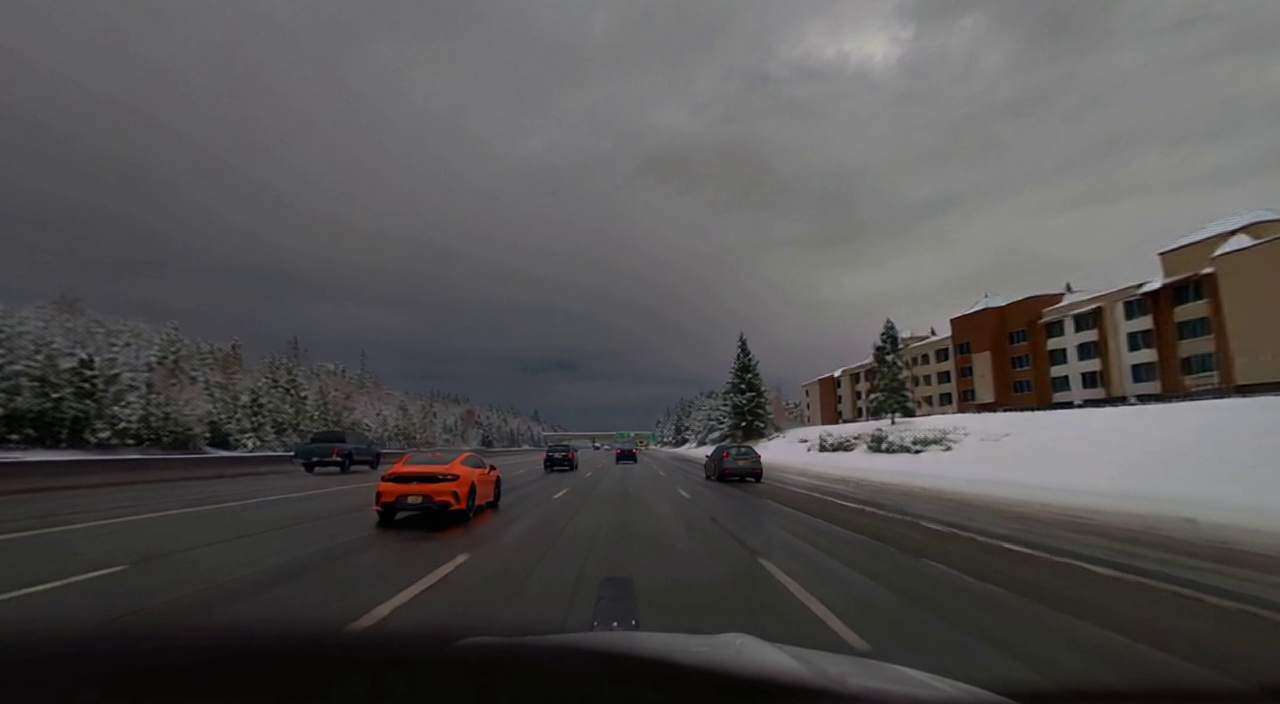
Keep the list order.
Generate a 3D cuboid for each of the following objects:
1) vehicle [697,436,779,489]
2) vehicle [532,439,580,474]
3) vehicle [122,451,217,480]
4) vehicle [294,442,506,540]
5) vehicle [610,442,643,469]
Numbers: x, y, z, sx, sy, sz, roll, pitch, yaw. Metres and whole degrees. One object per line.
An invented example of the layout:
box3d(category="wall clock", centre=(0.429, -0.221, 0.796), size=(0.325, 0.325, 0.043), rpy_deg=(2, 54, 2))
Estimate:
box3d(category="vehicle", centre=(3.314, 3.842, 22.314), size=(2.061, 1.658, 4.417), rpy_deg=(0, -8, -2))
box3d(category="vehicle", centre=(-4.514, 5.645, 34.452), size=(2.044, 1.774, 4.329), rpy_deg=(0, -8, -1))
box3d(category="vehicle", centre=(-26.153, 6.287, 35.352), size=(1.816, 1.457, 4.598), rpy_deg=(0, -8, 0))
box3d(category="vehicle", centre=(-4.027, 2.398, 11.613), size=(2.124, 1.426, 4.444), rpy_deg=(0, -8, 0))
box3d(category="vehicle", centre=(-0.870, 6.732, 41.218), size=(2.053, 1.650, 3.945), rpy_deg=(0, -8, -1))
